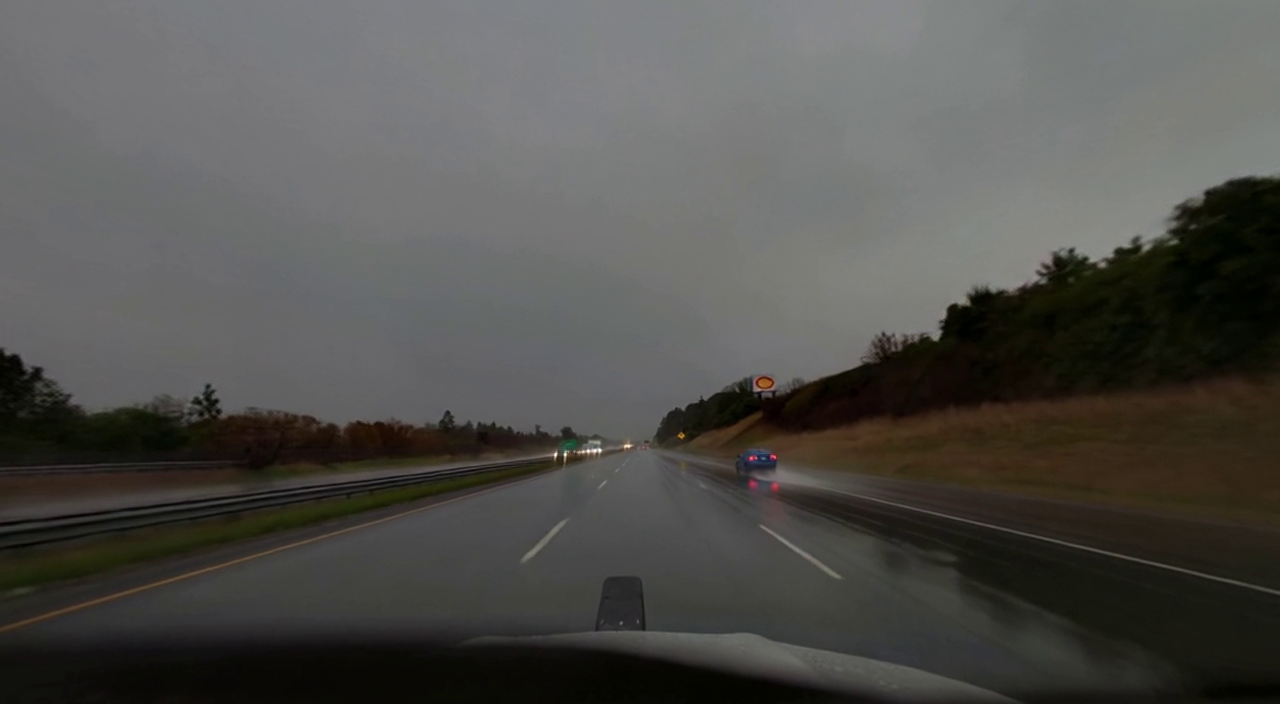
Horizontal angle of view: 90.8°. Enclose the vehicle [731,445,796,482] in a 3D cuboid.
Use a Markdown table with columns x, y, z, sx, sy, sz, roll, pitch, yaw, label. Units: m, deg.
| x | y | z | sx | sy | sz | roll | pitch | yaw | label |
| --- | --- | --- | --- | --- | --- | --- | --- | --- | --- |
| 5.371 | 4.910 | 28.003 | 1.967 | 1.472 | 3.751 | 0 | -9 | -3 | vehicle |
